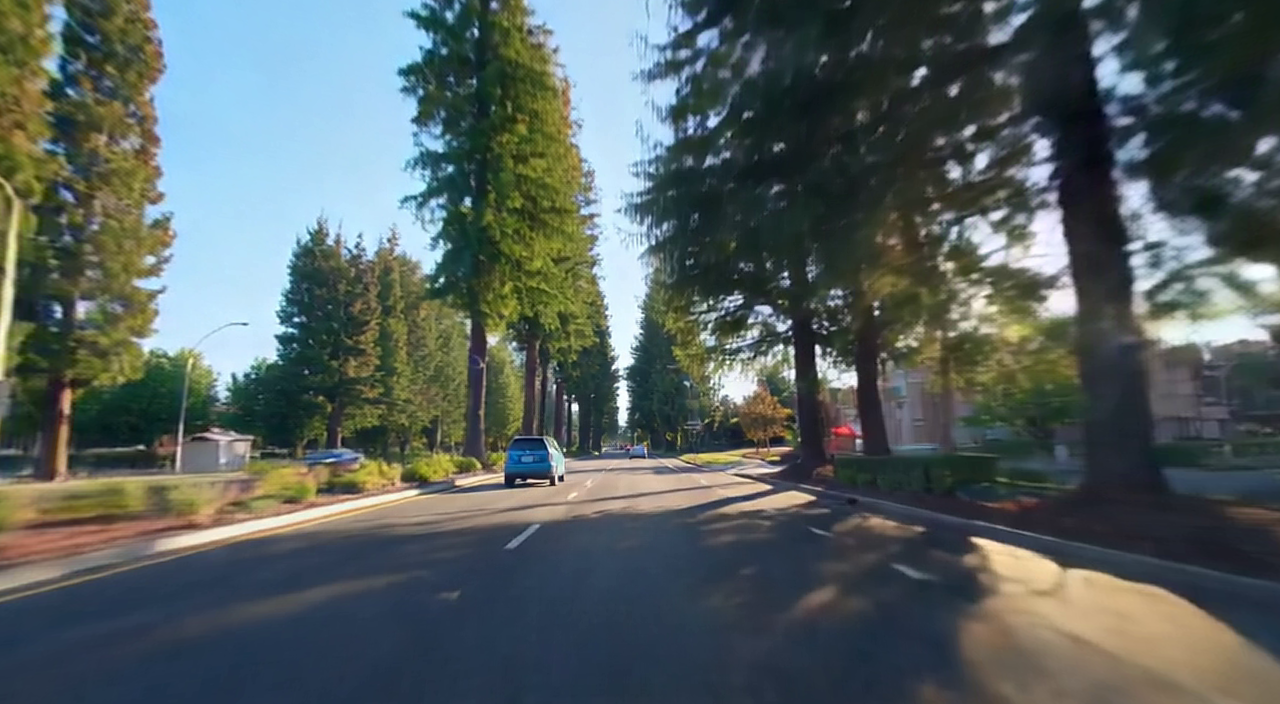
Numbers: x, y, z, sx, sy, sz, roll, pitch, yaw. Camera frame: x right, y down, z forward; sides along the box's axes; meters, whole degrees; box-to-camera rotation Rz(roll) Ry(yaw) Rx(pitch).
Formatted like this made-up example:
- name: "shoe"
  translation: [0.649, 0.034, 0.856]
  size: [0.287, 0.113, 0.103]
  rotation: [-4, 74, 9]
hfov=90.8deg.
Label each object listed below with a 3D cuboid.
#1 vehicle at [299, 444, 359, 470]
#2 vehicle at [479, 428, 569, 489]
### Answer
- name: "vehicle"
  translation: [-21.045, 7.097, 42.948]
  size: [1.875, 1.602, 4.317]
  rotation: [0, -8, 0]
- name: "vehicle"
  translation: [-3.647, 3.434, 20.726]
  size: [2.078, 1.748, 4.279]
  rotation: [0, -8, 1]
